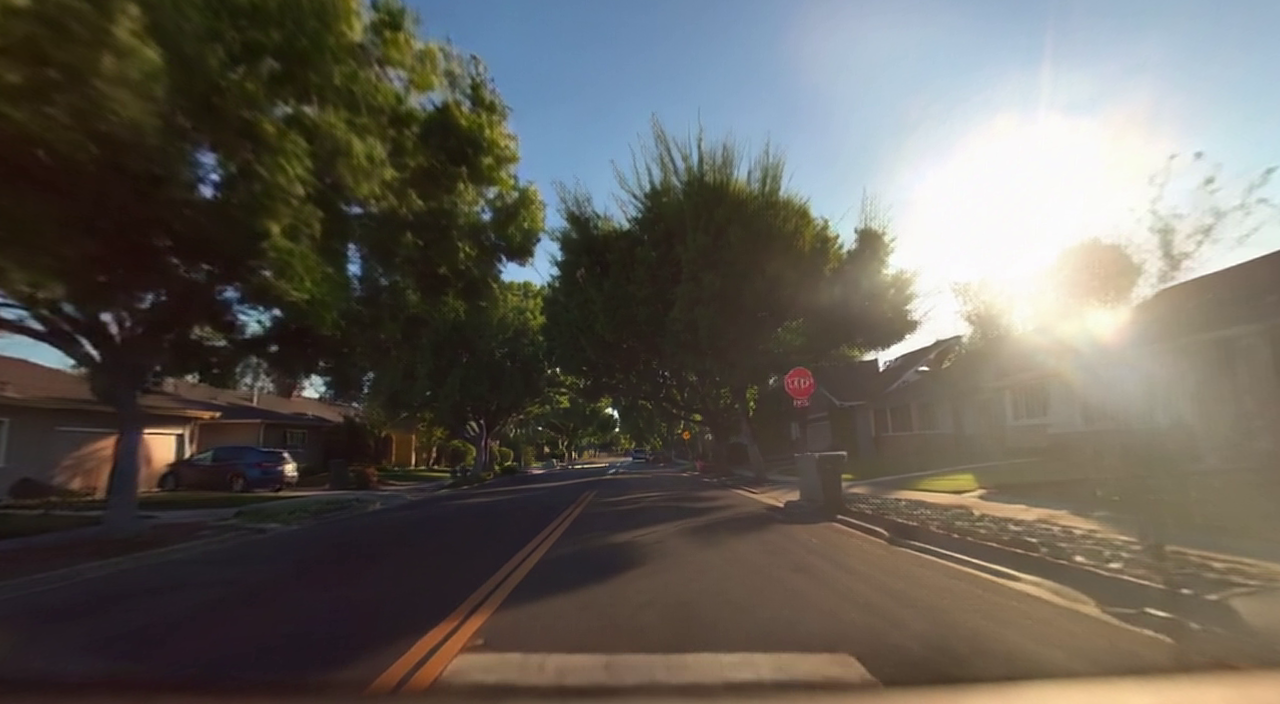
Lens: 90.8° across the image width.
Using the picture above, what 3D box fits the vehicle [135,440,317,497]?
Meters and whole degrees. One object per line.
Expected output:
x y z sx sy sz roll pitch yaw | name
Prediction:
-14.339 4.047 22.143 4.809 1.865 2.093 0 -9 -2 | vehicle
